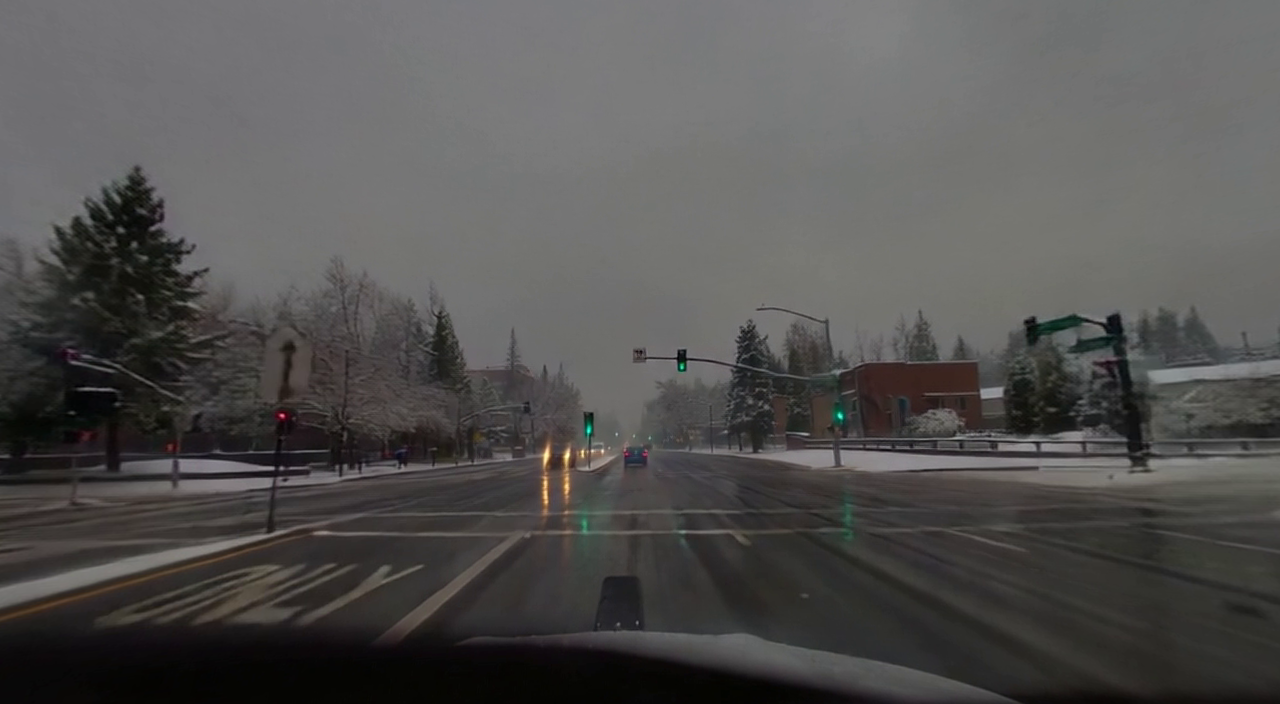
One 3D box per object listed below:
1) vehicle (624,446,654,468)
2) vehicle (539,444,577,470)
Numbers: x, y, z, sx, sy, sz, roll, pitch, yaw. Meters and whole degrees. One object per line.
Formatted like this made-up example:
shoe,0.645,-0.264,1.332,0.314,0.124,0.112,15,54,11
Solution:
vehicle,-0.113,7.465,45.077,2.064,1.477,3.968,0,-9,-1
vehicle,-5.541,7.159,43.105,2.016,1.631,4.148,0,-9,0
